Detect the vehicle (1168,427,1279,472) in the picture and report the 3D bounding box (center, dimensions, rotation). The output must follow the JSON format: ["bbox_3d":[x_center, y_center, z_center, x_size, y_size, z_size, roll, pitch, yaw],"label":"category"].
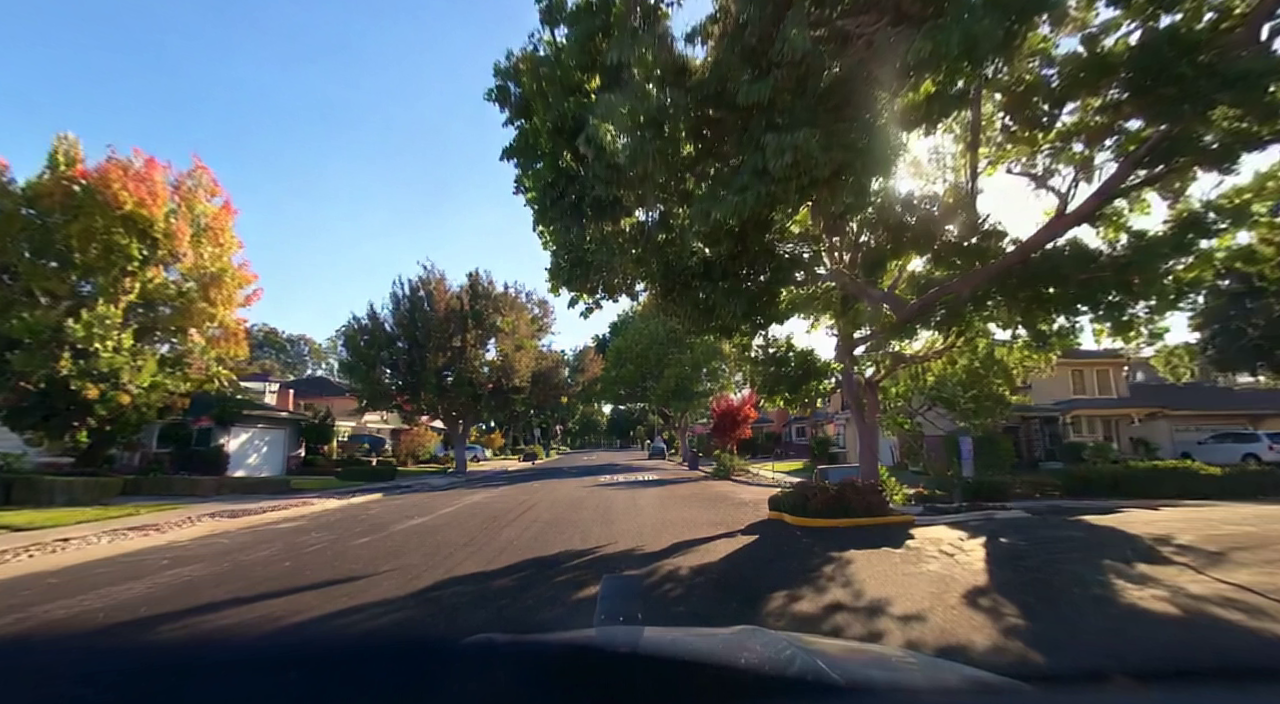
[{"bbox_3d":[23.512,3.789,24.655,1.836,1.588,4.419,0,-9,-2],"label":"vehicle"}]

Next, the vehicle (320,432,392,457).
[{"bbox_3d":[-19.424,6.352,43.413,4.093,1.661,1.765,0,-9,-6],"label":"vehicle"}]
